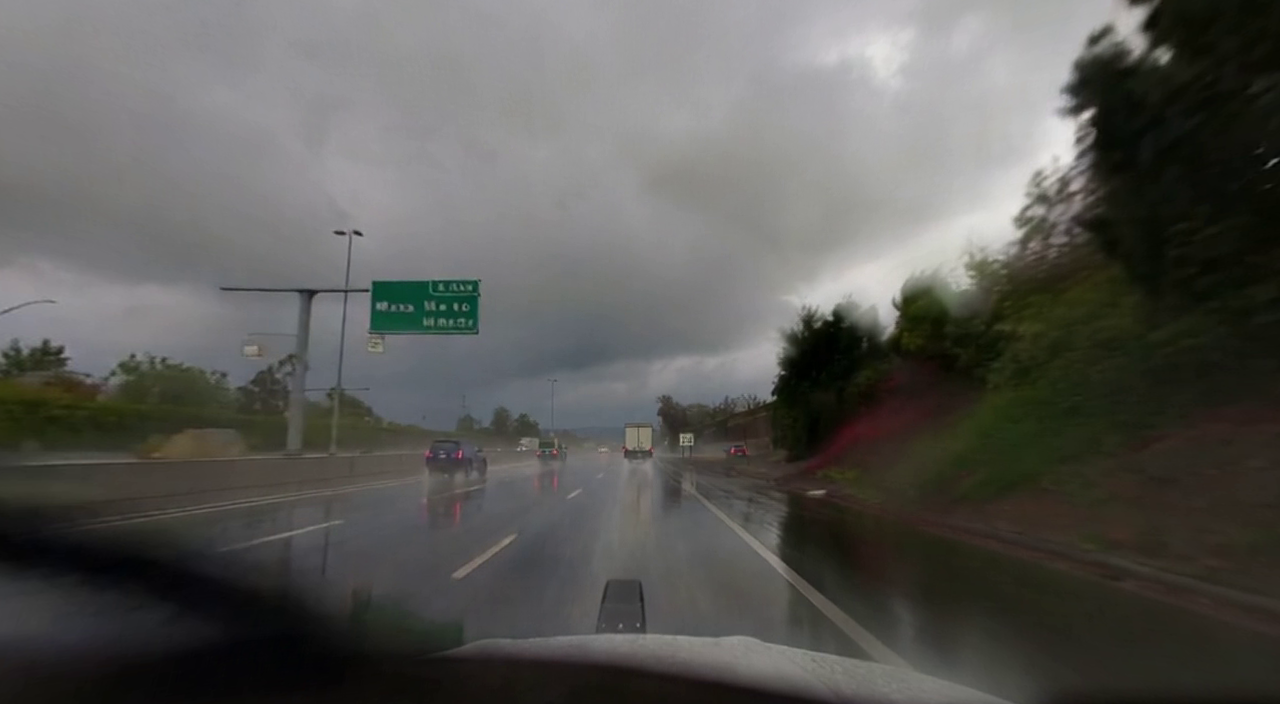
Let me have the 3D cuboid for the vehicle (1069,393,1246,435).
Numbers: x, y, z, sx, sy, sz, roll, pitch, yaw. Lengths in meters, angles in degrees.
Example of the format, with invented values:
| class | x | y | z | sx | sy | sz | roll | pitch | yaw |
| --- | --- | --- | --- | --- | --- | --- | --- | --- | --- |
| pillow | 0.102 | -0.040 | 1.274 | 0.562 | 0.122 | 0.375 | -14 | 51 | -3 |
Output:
| class | x | y | z | sx | sy | sz | roll | pitch | yaw |
| --- | --- | --- | --- | --- | --- | --- | --- | --- | --- |
| vehicle | 25.177 | 3.163 | 31.043 | 2.401 | 1.540 | 6.222 | 3 | -11 | -24 |

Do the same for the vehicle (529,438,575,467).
| class | x | y | z | sx | sy | sz | roll | pitch | yaw |
| --- | --- | --- | --- | --- | --- | --- | --- | --- | --- |
| vehicle | -6.433 | 7.418 | 46.744 | 2.502 | 1.997 | 5.697 | 0 | -9 | 0 |

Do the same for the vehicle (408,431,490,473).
| class | x | y | z | sx | sy | sz | roll | pitch | yaw |
| --- | --- | --- | --- | --- | --- | --- | --- | --- | --- |
| vehicle | -10.620 | 5.661 | 35.739 | 2.571 | 2.169 | 6.443 | 0 | -9 | 1 |
